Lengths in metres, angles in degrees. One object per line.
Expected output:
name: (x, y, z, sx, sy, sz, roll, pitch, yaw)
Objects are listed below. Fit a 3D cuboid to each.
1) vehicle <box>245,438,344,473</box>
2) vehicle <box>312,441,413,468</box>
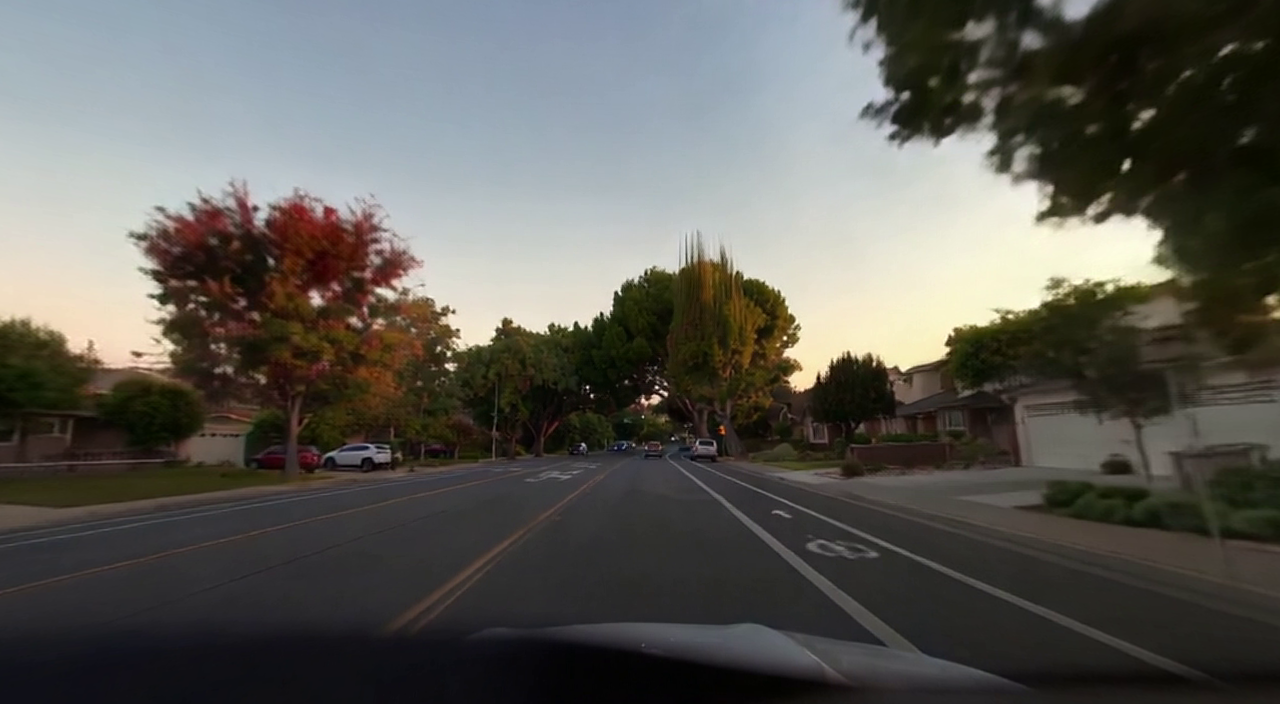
vehicle: (-18.730, 5.587, 34.196, 4.372, 1.745, 2.017, 6, -10, -35)
vehicle: (-17.918, 6.626, 40.870, 5.419, 1.649, 2.396, 0, -9, 1)
